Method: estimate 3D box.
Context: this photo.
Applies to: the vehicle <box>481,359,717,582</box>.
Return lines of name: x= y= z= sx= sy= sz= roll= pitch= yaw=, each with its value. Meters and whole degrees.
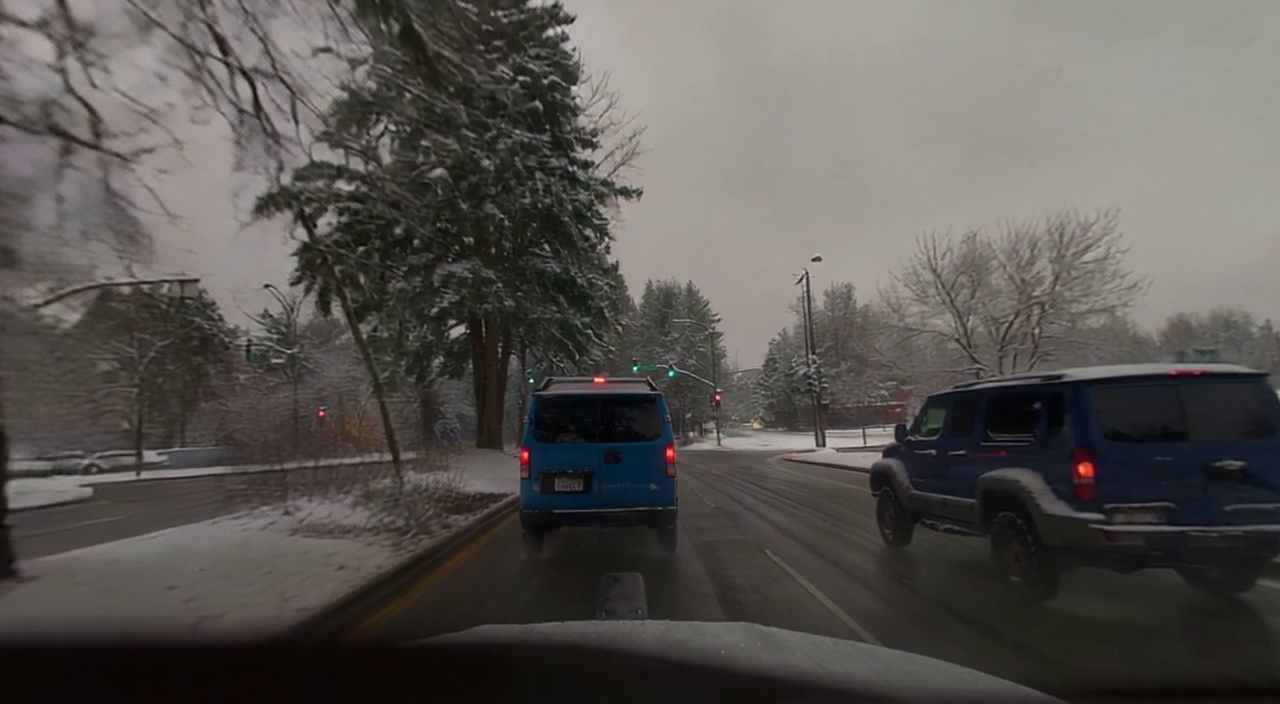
vehicle: x=-0.340 y=1.398 z=8.028 sx=2.145 sy=2.046 sz=4.309 roll=0 pitch=-9 yaw=1

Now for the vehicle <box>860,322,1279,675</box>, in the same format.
vehicle: x=3.629 y=1.053 z=5.406 sx=1.988 sy=1.873 sz=3.968 roll=0 pitch=-9 yaw=-1

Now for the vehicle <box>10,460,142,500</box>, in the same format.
vehicle: x=-27.030 y=6.082 z=30.351 sx=4.857 sy=1.729 sz=2.029 roll=-2 pitch=-9 yaw=11
